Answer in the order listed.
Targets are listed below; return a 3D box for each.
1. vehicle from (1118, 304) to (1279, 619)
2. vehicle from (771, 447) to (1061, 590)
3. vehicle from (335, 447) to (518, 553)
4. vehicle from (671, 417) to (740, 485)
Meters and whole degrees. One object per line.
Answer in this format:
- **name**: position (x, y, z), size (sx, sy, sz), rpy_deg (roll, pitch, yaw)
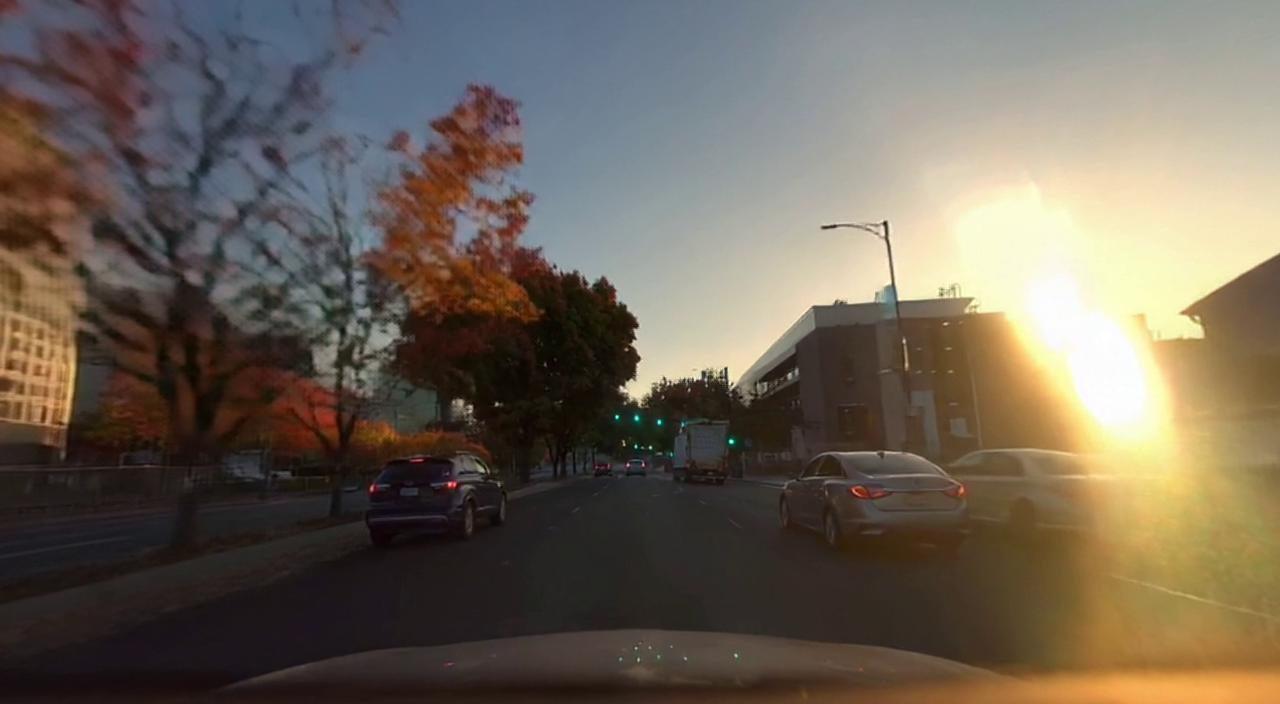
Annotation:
- **vehicle**: position (6.851, 0.780, 4.389), size (2.483, 2.707, 5.496), rpy_deg (0, -9, -2)
- **vehicle**: position (3.388, 2.116, 9.071), size (1.915, 1.449, 4.970), rpy_deg (0, -9, 0)
- **vehicle**: position (-3.598, 2.538, 11.589), size (1.751, 1.540, 4.481), rpy_deg (0, -9, 1)
- **vehicle**: position (3.839, 6.212, 39.747), size (3.003, 3.680, 10.684), rpy_deg (0, -9, -1)
